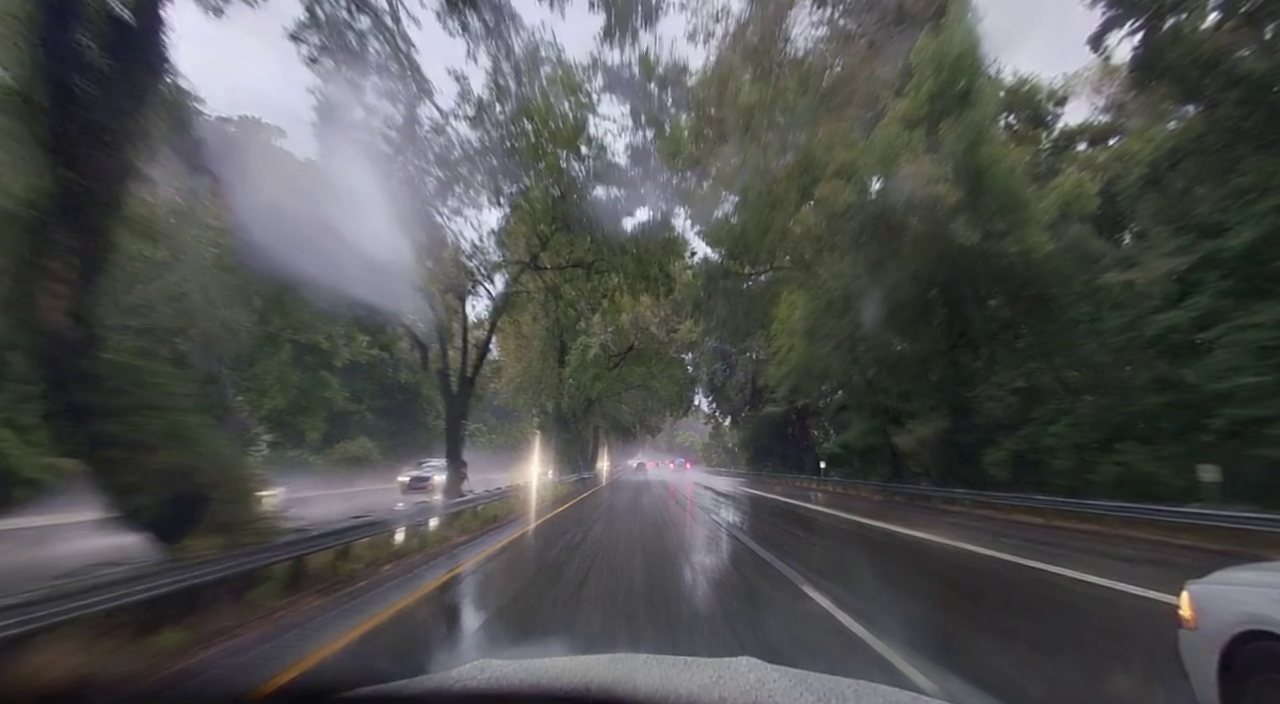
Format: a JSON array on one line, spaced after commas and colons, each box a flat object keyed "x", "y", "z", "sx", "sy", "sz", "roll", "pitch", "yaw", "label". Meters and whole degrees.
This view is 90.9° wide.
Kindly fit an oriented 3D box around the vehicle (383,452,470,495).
[{"x": -8.362, "y": 4.828, "z": 25.088, "sx": 2.040, "sy": 1.520, "sz": 3.887, "roll": 1, "pitch": -10, "yaw": 1, "label": "vehicle"}]

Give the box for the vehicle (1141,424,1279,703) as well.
[{"x": 3.665, "y": 0.837, "z": 1.384, "sx": 1.825, "sy": 1.494, "sz": 3.959, "roll": 1, "pitch": -10, "yaw": 0, "label": "vehicle"}]
